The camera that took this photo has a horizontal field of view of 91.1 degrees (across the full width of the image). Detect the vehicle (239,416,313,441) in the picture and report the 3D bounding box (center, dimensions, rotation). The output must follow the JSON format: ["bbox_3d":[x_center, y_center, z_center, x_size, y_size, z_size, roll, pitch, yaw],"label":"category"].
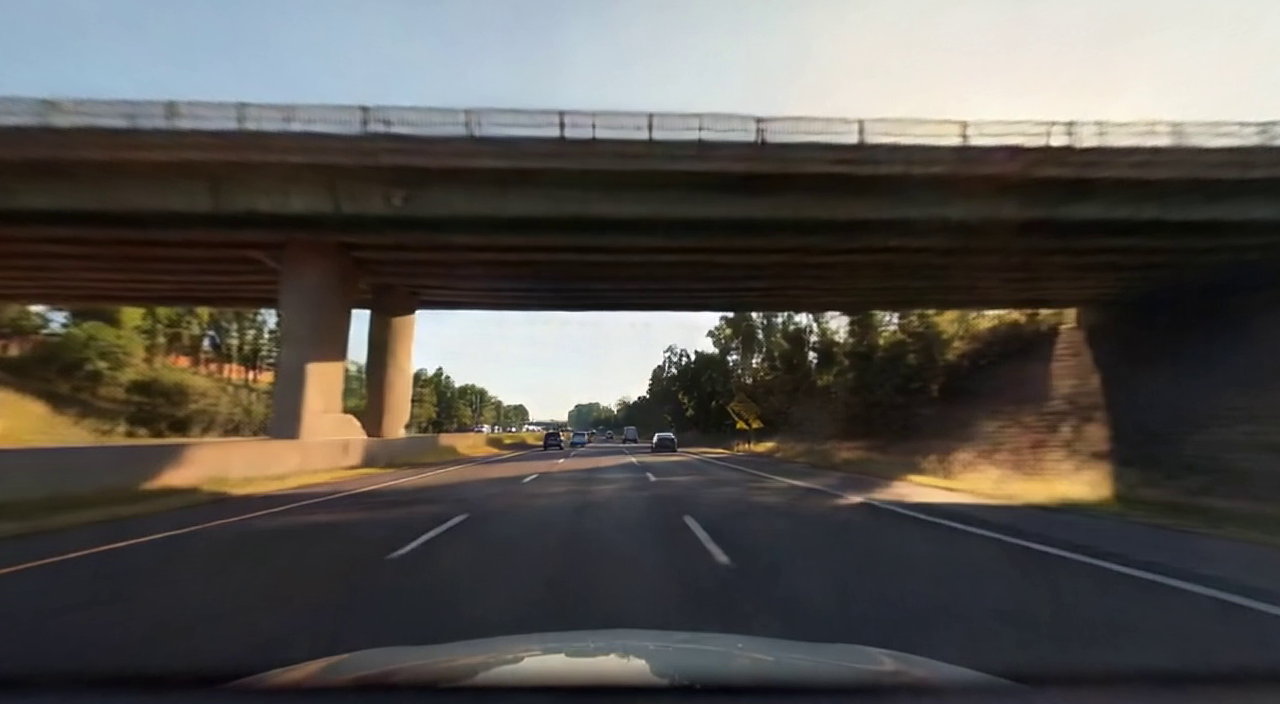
[{"bbox_3d":[-19.197,4.098,33.352,1.709,1.249,3.954,1,-8,-3],"label":"vehicle"}]

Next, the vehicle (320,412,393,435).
[{"bbox_3d":[-15.051,3.872,33.631,1.973,1.175,4.532,0,-8,-3],"label":"vehicle"}]

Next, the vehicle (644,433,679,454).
[{"bbox_3d":[1.425,6.195,42.529,1.999,1.329,3.913,1,-8,-4],"label":"vehicle"}]
